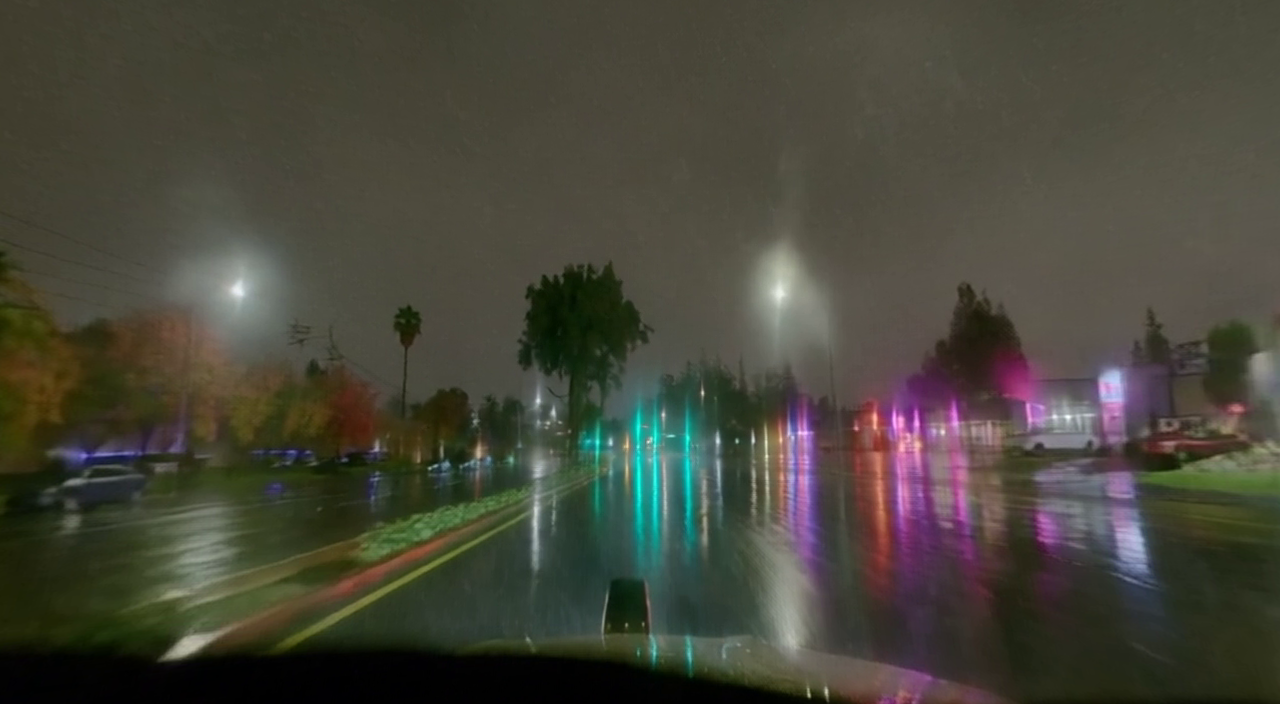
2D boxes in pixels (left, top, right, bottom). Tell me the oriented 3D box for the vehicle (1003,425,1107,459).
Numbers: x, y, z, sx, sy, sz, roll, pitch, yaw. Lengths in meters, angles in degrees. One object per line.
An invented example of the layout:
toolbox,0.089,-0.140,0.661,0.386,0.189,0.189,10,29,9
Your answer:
vehicle,22.970,5.048,35.174,2.217,1.737,4.962,0,-8,-3

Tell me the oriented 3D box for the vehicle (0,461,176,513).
vehicle,-19.039,4.632,22.056,1.815,1.453,4.870,0,-8,1

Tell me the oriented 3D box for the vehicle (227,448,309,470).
vehicle,-26.924,7.744,45.724,4.591,1.566,2.133,0,-8,-1
